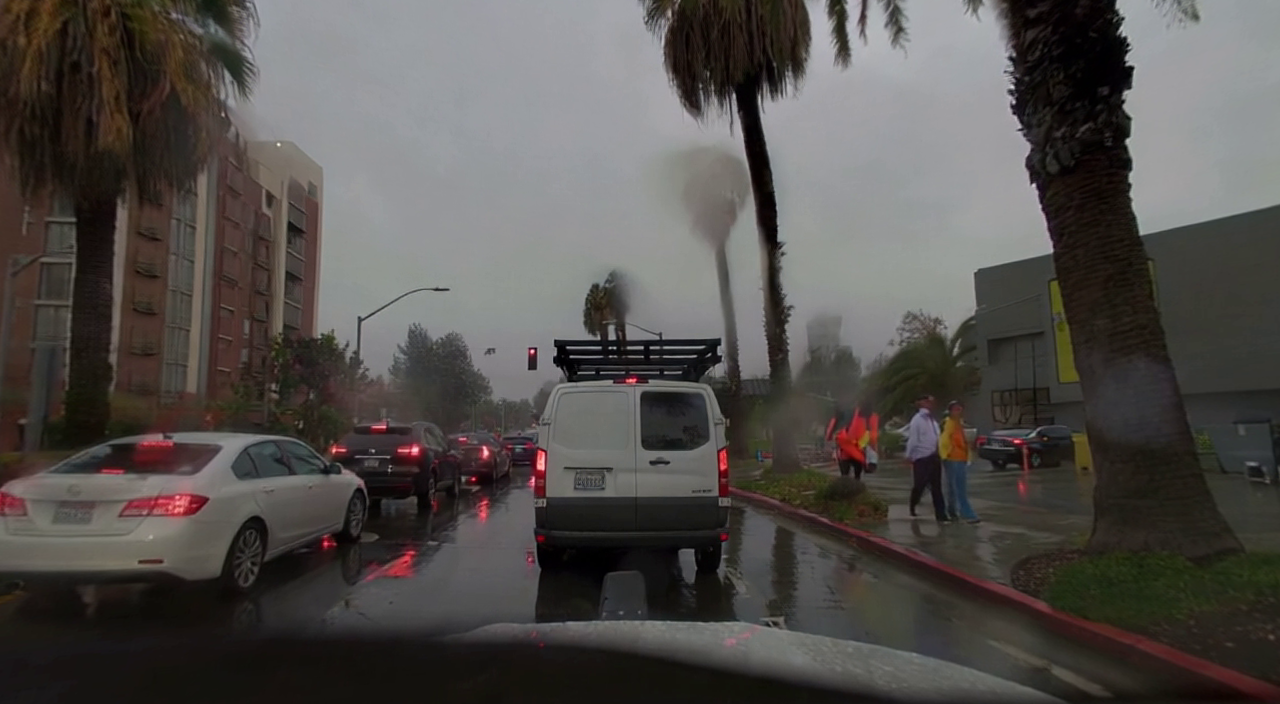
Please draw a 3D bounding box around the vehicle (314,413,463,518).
[{"bbox_3d":[-5.210,2.413,13.887,2.089,1.854,5.022,2,-9,-11],"label":"vehicle"}]

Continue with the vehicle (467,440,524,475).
[{"bbox_3d":[-6.842,4.886,29.561,1.818,1.479,4.428,4,-9,-22],"label":"vehicle"}]

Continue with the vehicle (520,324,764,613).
[{"bbox_3d":[-0.201,1.214,7.162,1.902,2.238,4.263,1,-9,-6],"label":"vehicle"}]

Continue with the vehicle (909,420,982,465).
[{"bbox_3d":[12.643,3.755,26.044,2.046,1.675,3.924,-6,-10,33],"label":"vehicle"}]

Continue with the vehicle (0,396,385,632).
[{"bbox_3d":[-4.399,1.468,6.671,1.986,1.643,4.315,1,-9,-6],"label":"vehicle"}]

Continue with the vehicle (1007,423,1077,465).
[{"bbox_3d":[15.786,3.616,24.713,2.048,1.475,3.972,-6,-10,34],"label":"vehicle"}]
